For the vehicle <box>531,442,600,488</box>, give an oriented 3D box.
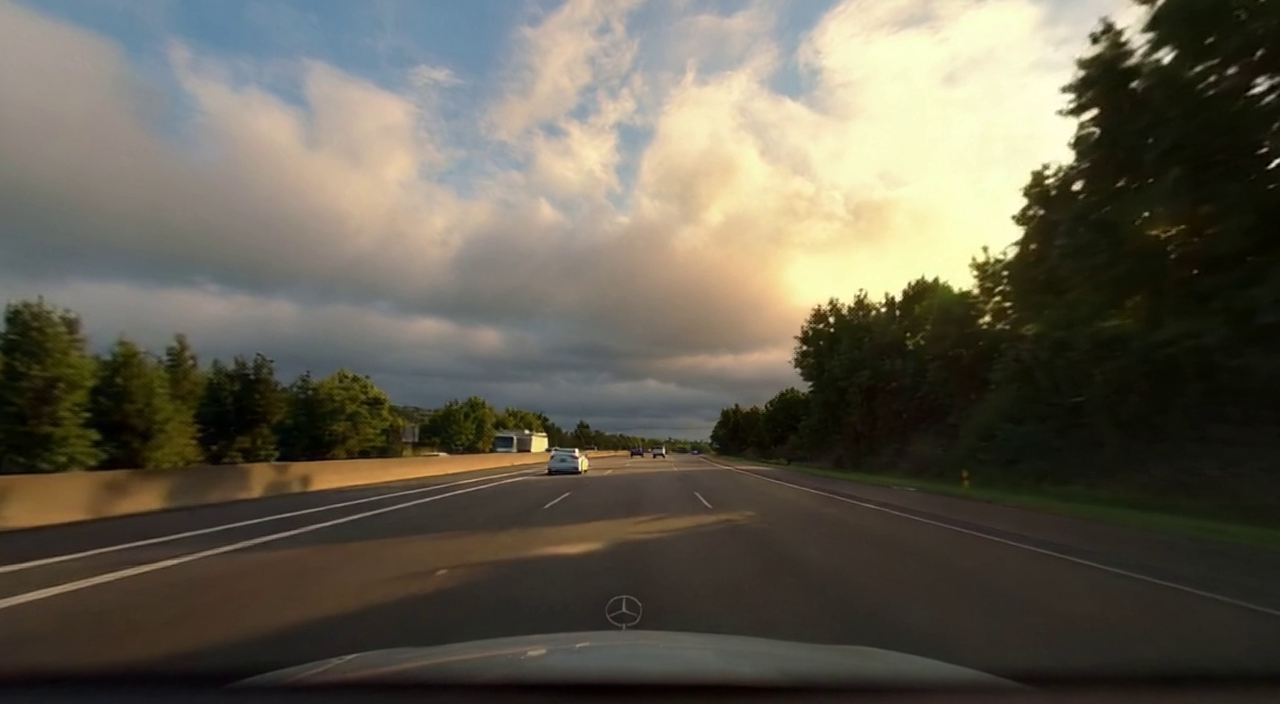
[{"bbox_3d":[-2.708,4.245,23.920,1.959,1.571,4.313,-1,-9,2],"label":"vehicle"}]
